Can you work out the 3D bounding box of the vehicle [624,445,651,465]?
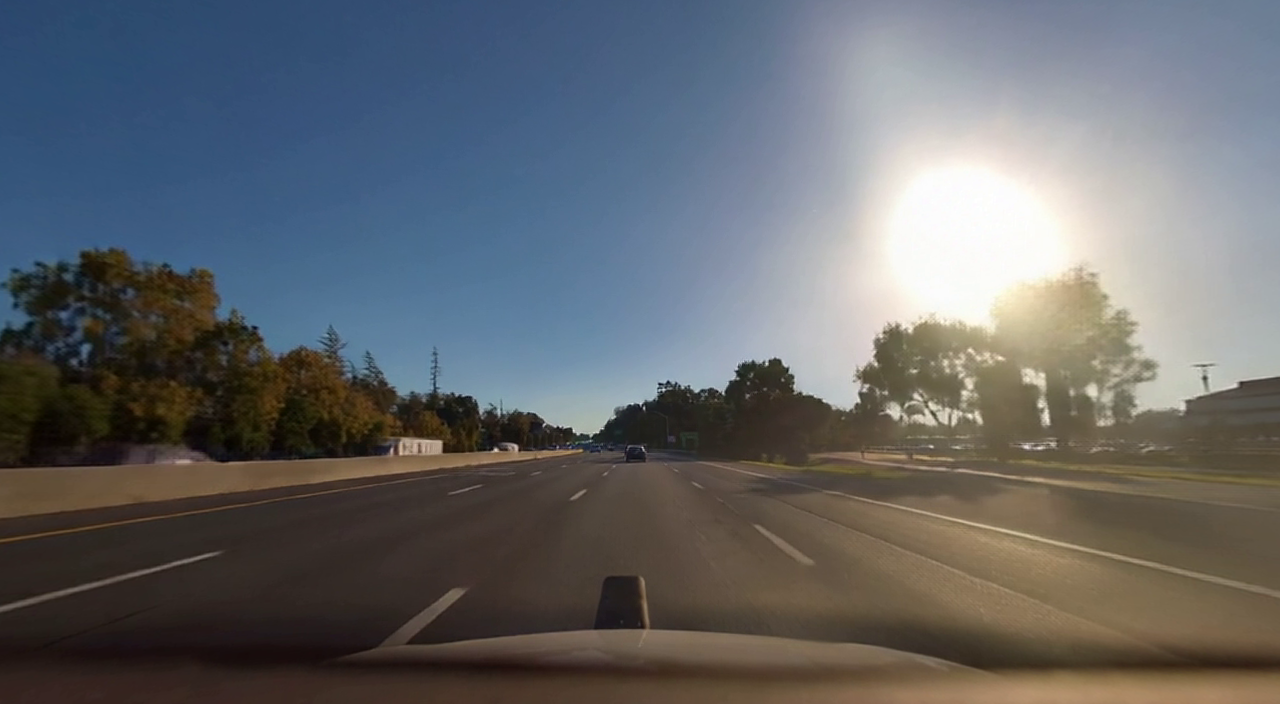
[{"bbox_3d":[-0.199,7.885,48.544,2.025,1.460,4.189,0,-9,-1],"label":"vehicle"}]
